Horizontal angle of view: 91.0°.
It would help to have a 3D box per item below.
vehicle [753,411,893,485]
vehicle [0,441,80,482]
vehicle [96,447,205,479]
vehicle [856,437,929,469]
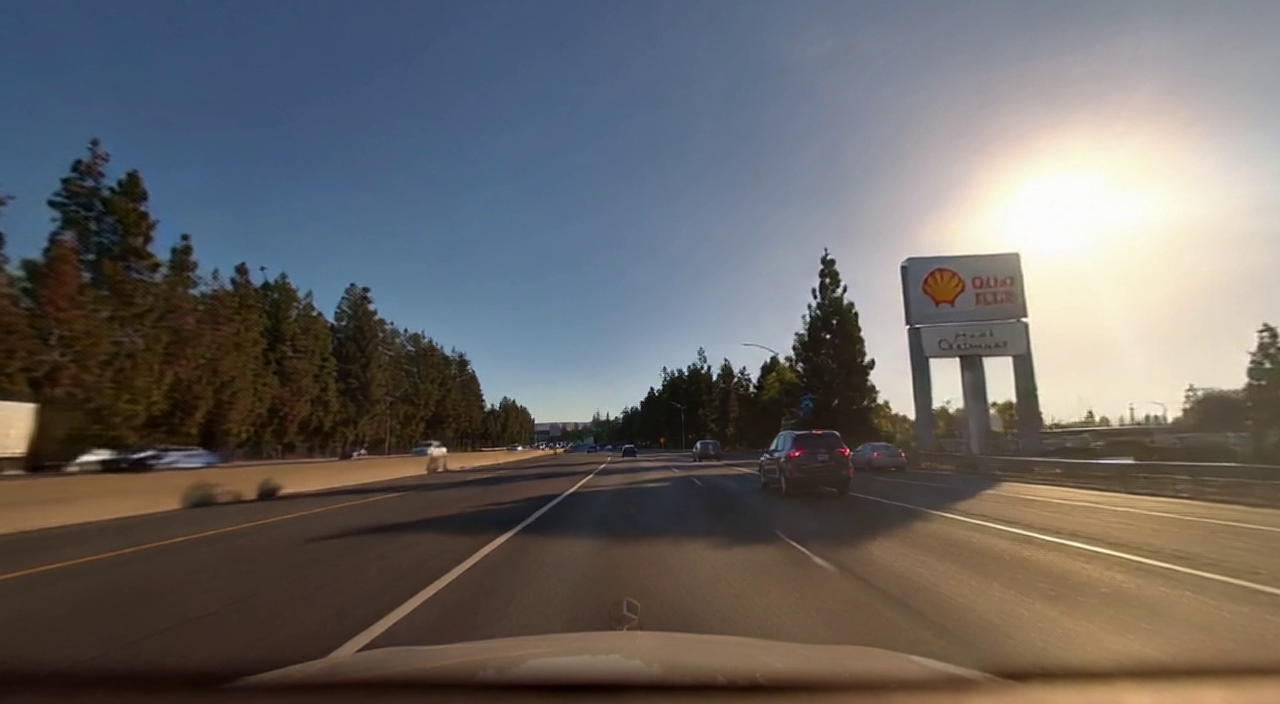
[{"bbox_3d":[6.593,3.651,24.191,2.779,2.339,8.073,0,-8,-1],"label":"vehicle"},{"bbox_3d":[-28.348,4.887,28.304,1.965,1.714,4.772,0,-8,-1],"label":"vehicle"},{"bbox_3d":[-24.867,5.635,32.216,1.860,1.459,4.716,0,-8,-1],"label":"vehicle"},{"bbox_3d":[13.849,5.549,34.797,2.072,1.611,4.387,0,-8,-2],"label":"vehicle"}]
